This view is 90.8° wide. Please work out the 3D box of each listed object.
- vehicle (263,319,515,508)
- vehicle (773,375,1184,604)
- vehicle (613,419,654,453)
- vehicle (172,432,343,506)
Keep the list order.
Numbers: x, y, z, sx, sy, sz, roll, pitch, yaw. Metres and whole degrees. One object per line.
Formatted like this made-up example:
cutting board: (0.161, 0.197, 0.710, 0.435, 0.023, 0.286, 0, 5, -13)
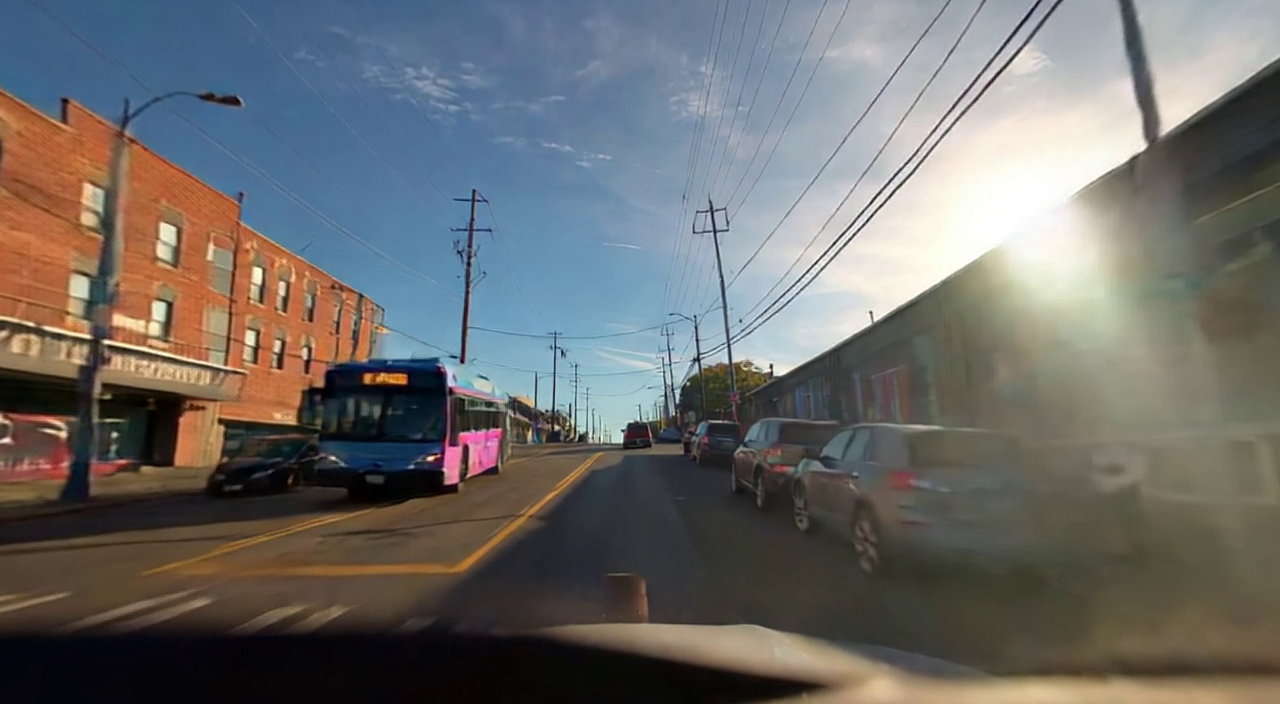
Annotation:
vehicle: (-5.713, 1.992, 17.747, 3.297, 3.342, 12.875, 1, -8, -7)
vehicle: (3.093, 1.433, 7.161, 2.171, 1.751, 4.373, 1, -10, -1)
vehicle: (-0.365, 4.738, 35.646, 2.190, 1.783, 4.048, 0, -8, 0)
vehicle: (-9.987, 3.016, 16.960, 2.031, 1.539, 4.089, 0, -5, 0)
